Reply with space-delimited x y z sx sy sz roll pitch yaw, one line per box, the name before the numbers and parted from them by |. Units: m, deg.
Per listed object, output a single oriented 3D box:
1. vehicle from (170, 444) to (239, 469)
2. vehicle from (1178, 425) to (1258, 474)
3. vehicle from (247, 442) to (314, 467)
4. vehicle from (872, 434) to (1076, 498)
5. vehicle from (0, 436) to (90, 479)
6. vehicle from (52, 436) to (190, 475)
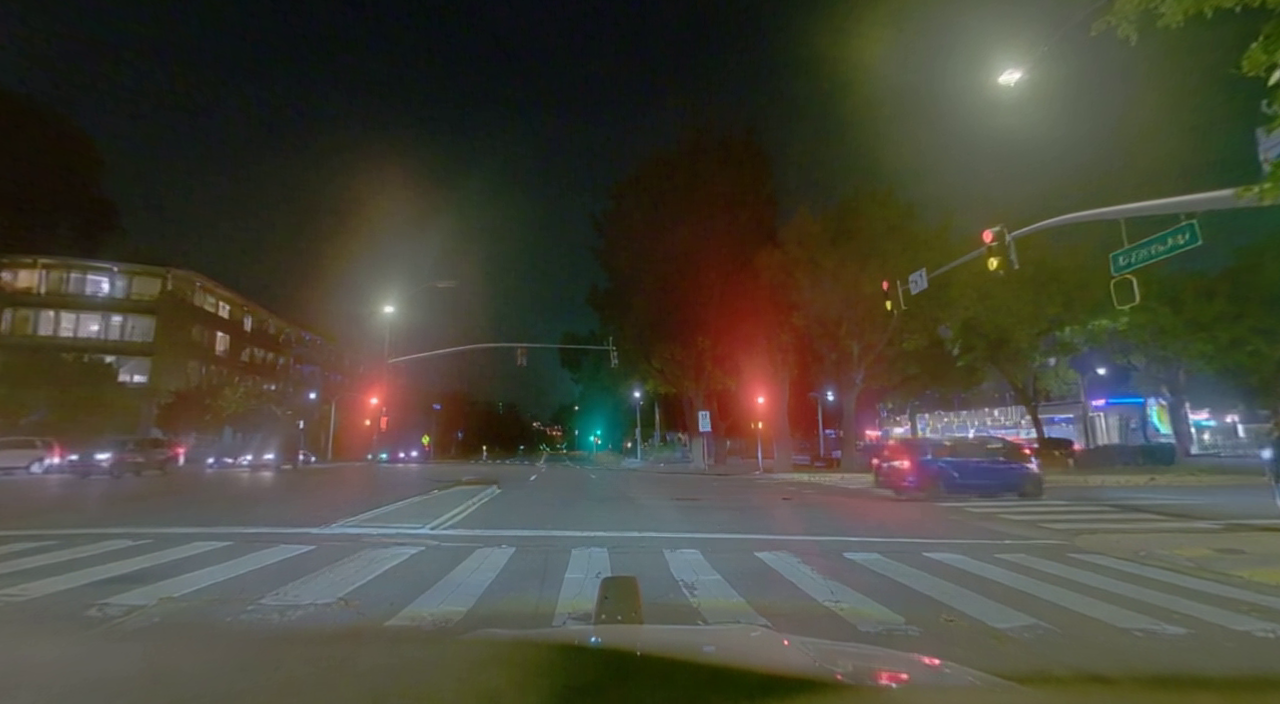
vehicle | -31.041 7.429 45.208 2.069 1.660 4.302 0 -8 -4
vehicle | 23.648 4.007 26.014 2.066 1.821 4.509 -7 -11 39
vehicle | -24.453 6.944 43.142 2.056 1.604 4.436 0 -8 -2
vehicle | 8.719 2.967 16.713 4.312 1.540 2.007 1 -8 -8
vehicle | -30.712 5.137 30.889 2.456 1.961 5.978 0 -8 -3
vehicle | -27.315 5.475 33.643 2.388 1.858 6.056 0 -8 -2
